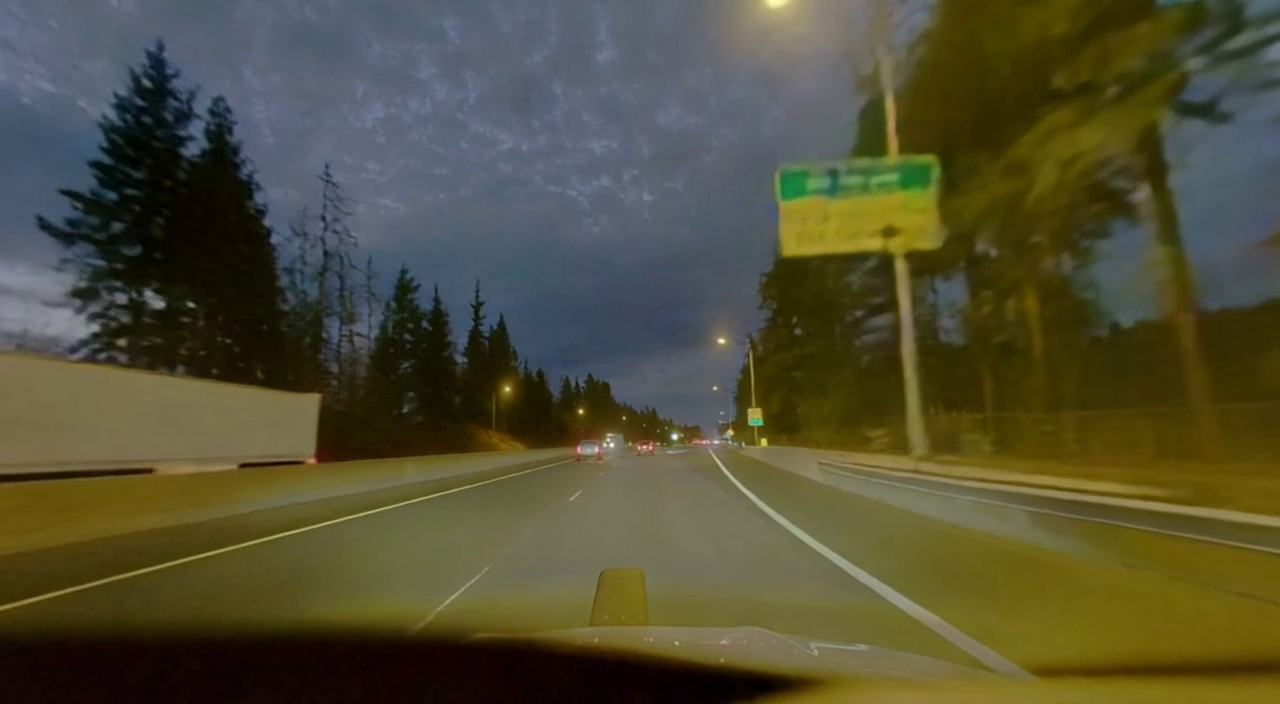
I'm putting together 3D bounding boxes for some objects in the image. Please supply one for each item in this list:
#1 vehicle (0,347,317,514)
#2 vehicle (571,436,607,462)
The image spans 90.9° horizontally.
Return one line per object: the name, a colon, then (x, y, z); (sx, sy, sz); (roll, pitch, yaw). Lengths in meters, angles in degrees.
vehicle: (-17.276, 2.990, 22.631); (2.877, 4.076, 16.156); (0, -8, 0)
vehicle: (-3.613, 6.967, 45.324); (2.129, 1.742, 4.217); (0, -8, 1)
